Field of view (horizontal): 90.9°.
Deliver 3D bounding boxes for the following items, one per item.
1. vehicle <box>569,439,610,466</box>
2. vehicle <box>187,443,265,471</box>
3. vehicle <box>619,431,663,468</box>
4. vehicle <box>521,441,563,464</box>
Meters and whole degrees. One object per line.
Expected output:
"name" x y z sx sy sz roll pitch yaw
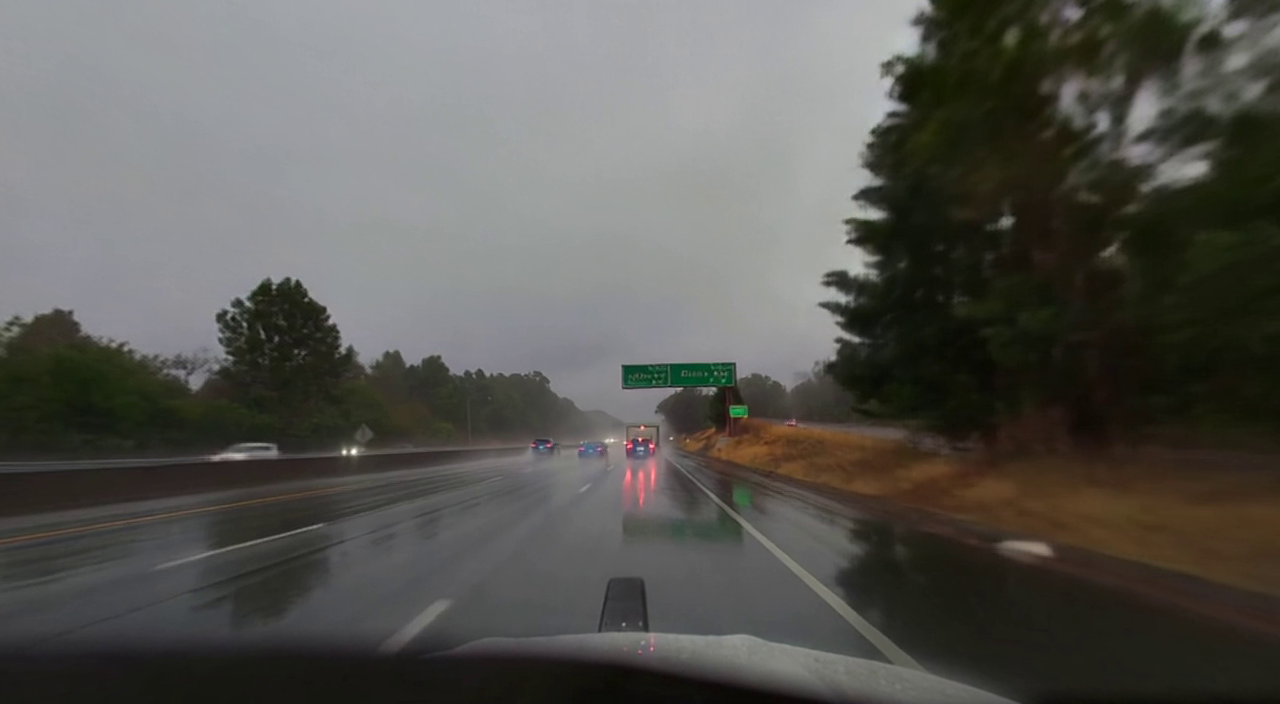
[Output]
"vehicle" -3.154 6.446 40.541 2.139 1.589 5.102 0 -8 1
"vehicle" -24.643 6.262 37.765 1.927 1.508 4.069 0 -9 -1
"vehicle" 0.051 5.522 35.744 2.309 1.915 5.130 0 -8 0
"vehicle" -6.709 6.939 43.726 2.009 1.519 4.697 -1 -8 1
